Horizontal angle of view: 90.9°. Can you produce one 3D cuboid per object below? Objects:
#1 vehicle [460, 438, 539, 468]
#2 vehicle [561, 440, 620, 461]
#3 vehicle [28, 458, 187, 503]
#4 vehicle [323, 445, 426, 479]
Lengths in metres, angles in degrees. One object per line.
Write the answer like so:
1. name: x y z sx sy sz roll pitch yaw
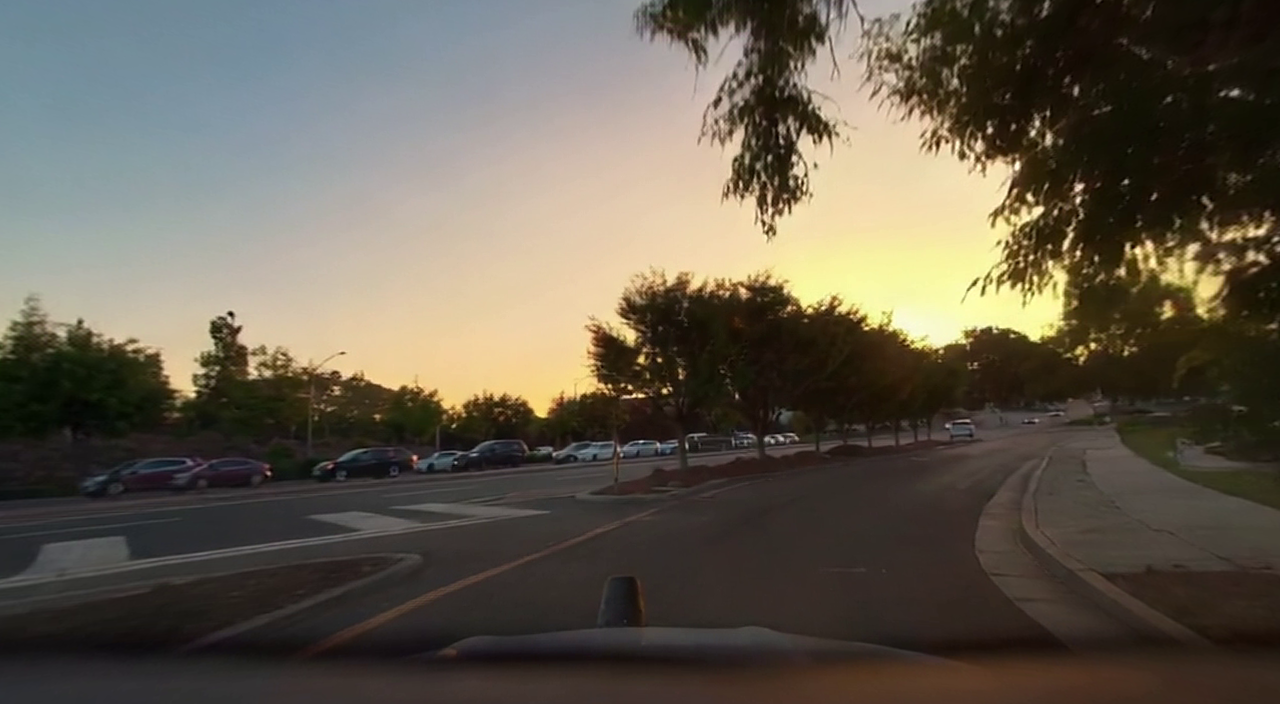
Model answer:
1. vehicle: -8.846 6.378 39.917 1.969 1.758 4.662 -7 -11 37
2. vehicle: -3.582 7.210 46.179 1.832 1.473 4.377 -7 -11 39
3. vehicle: -20.907 5.001 24.915 1.777 1.497 4.399 -7 -11 38
4. vehicle: -13.952 5.786 33.350 1.876 1.642 4.600 -7 -11 37
